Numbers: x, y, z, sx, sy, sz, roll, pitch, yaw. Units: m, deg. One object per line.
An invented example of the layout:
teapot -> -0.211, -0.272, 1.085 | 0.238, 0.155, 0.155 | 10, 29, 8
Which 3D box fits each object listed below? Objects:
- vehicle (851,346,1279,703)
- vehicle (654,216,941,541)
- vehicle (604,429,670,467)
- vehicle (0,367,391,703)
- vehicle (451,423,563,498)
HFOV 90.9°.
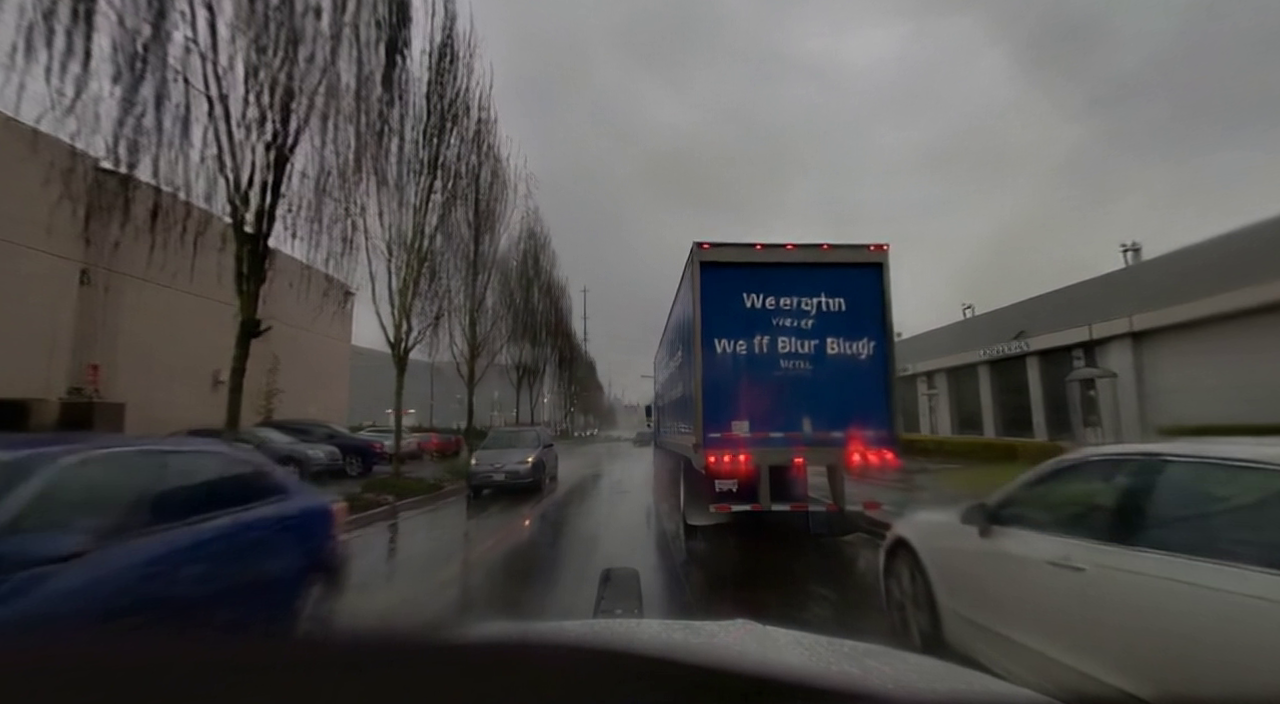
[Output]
vehicle -> 2.423, 0.880, 2.394 | 1.866, 1.531, 3.579 | 0, -8, -2
vehicle -> 2.097, 1.254, 15.150 | 2.865, 4.113, 14.471 | 0, -8, -1
vehicle -> -0.051, 4.096, 27.123 | 2.160, 1.498, 3.909 | -1, -8, 10
vehicle -> -2.738, 0.882, 2.238 | 2.033, 1.508, 4.298 | 0, -8, -1
vehicle -> -2.924, 2.452, 14.710 | 1.780, 1.488, 4.043 | 0, -8, -1
